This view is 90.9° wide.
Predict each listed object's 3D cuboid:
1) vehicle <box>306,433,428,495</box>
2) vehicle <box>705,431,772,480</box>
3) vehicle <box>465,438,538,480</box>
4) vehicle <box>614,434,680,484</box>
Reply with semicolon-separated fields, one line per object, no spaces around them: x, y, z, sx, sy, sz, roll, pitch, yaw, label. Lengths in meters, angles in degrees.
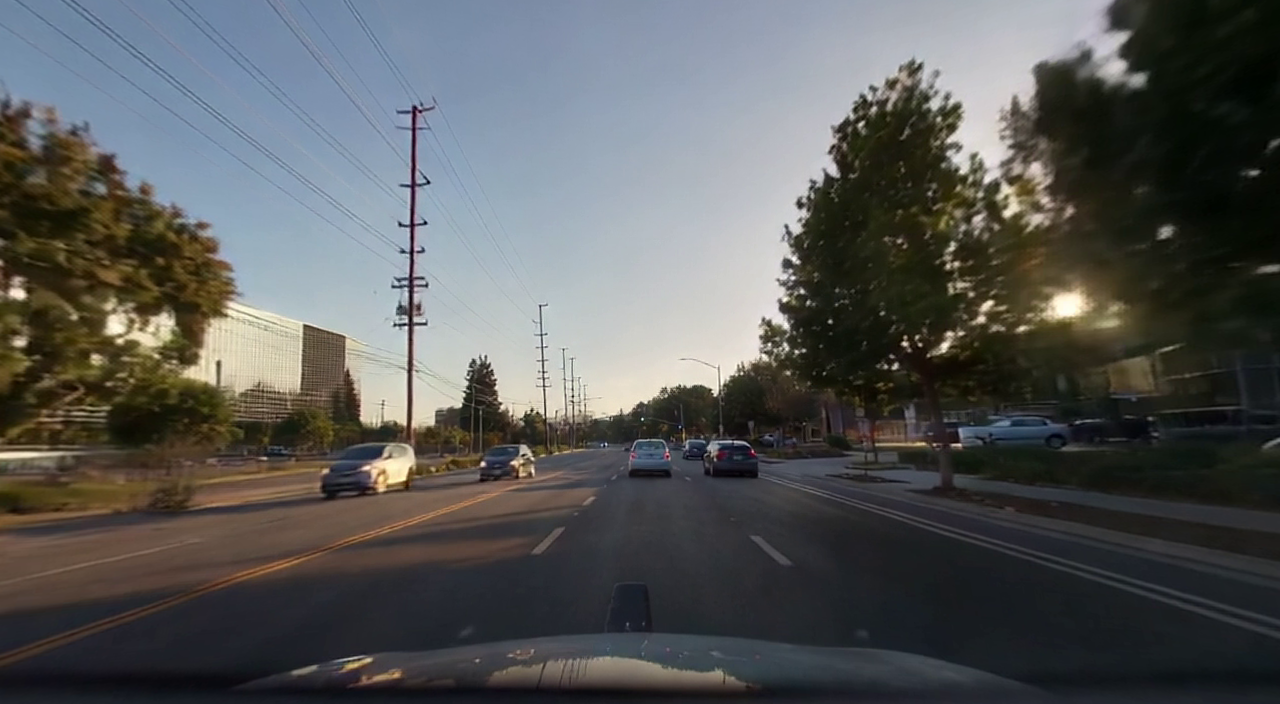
-9.521;3.917;22.454;2.109;1.826;4.704;-4;-9;2;vehicle
3.687;3.960;24.291;1.914;1.698;4.049;0;-8;0;vehicle
-6.041;4.731;28.180;2.187;1.711;4.505;0;-8;1;vehicle
0.263;3.867;23.173;2.200;1.653;4.127;0;-8;1;vehicle
